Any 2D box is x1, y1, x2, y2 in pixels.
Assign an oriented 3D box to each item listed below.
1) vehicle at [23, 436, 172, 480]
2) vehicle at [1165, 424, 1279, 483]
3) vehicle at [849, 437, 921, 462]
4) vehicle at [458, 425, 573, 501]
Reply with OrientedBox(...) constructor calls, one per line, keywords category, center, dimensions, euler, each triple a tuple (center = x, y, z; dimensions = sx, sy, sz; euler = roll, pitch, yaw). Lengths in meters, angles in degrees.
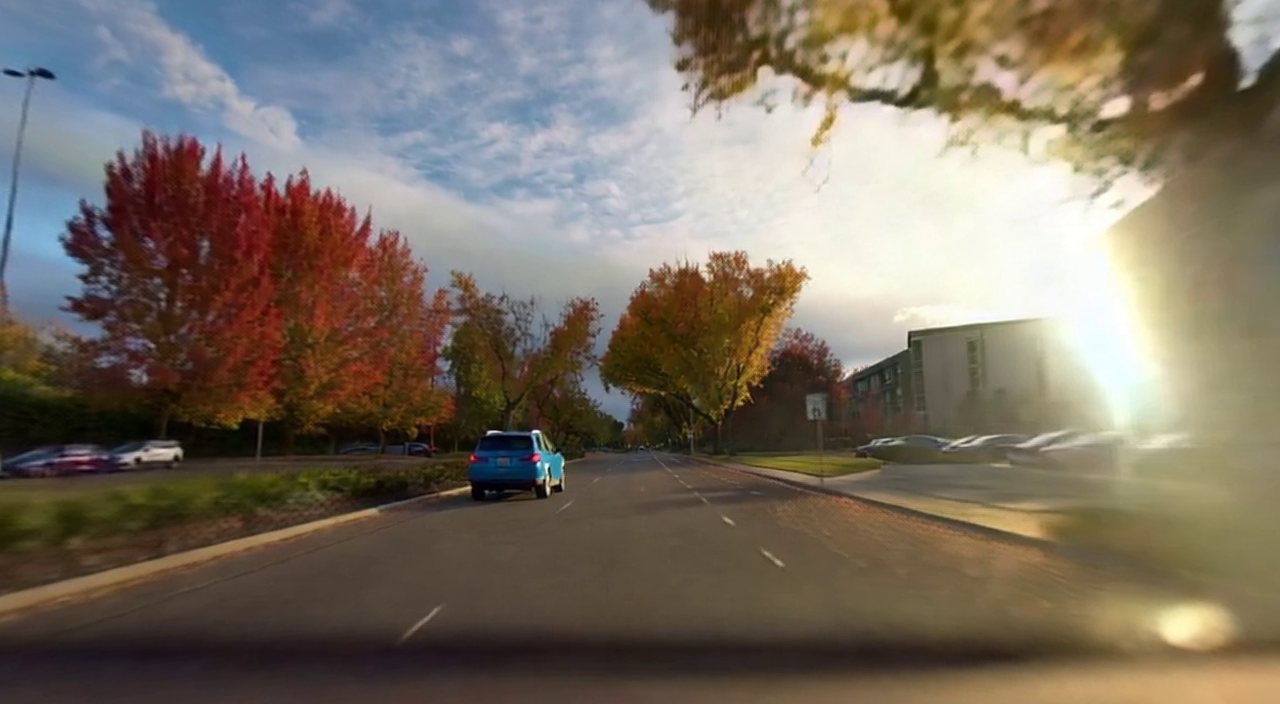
OrientedBox(category="vehicle", center=(-25.409, 4.976, 29.886), dimensions=(2.142, 1.895, 5.528), euler=(0, -8, 0))
OrientedBox(category="vehicle", center=(18.107, 2.904, 18.020), dimensions=(4.360, 1.552, 2.071), euler=(1, -9, -4))
OrientedBox(category="vehicle", center=(18.176, 7.254, 46.767), dimensions=(4.475, 1.668, 1.983), euler=(-1, -8, -3))
OrientedBox(category="vehicle", center=(-3.204, 2.982, 17.303), dimensions=(2.112, 1.779, 4.489), euler=(0, -8, 2))
